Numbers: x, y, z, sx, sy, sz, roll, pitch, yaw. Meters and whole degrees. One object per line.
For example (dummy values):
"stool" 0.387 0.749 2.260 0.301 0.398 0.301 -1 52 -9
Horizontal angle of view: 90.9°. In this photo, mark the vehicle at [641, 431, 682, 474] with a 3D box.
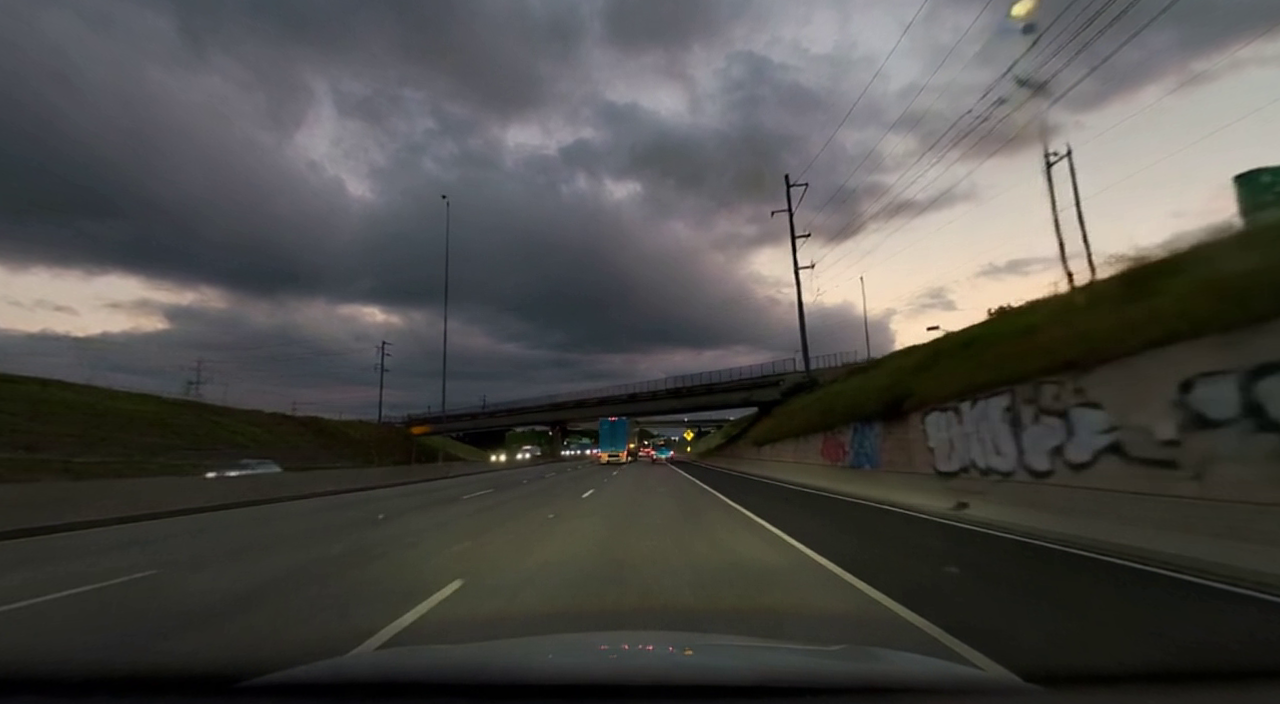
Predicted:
"vehicle" 1.315 6.661 41.932 2.462 2.627 5.799 0 -9 -1
